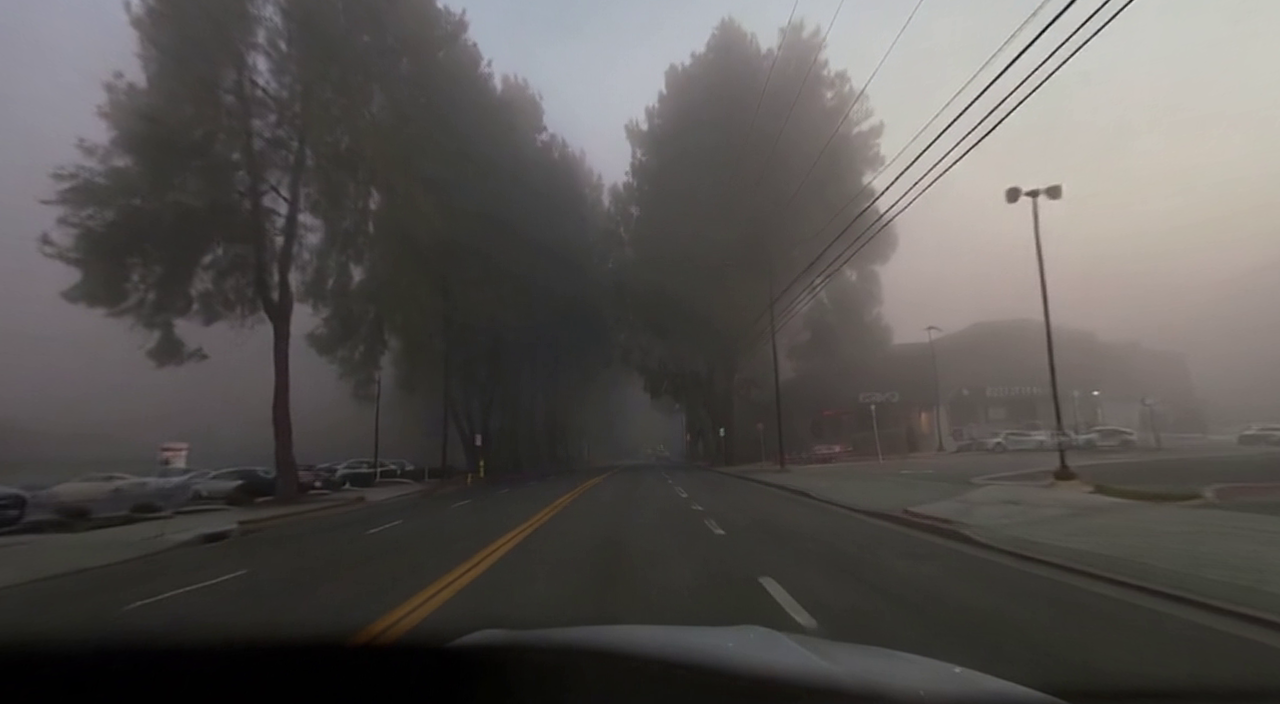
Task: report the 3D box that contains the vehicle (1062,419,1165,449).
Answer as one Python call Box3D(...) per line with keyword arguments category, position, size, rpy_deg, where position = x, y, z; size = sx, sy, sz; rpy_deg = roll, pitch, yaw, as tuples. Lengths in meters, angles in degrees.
Box3D(category="vehicle", position=(32.293, 5.649, 43.173), size=(5.318, 1.849, 2.058), rpy_deg=(-1, -9, -2))

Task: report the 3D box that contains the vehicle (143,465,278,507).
Box3D(category="vehicle", position=(-15.948, 4.970, 23.584), size=(3.771, 1.404, 1.639), rpy_deg=(0, -9, -2))

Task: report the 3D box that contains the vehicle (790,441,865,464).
Box3D(category="vehicle", position=(12.167, 6.560, 41.239), size=(4.404, 1.445, 1.844), rpy_deg=(-2, -9, 9))

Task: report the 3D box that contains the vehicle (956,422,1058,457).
Box3D(category="vehicle", position=(25.059, 6.014, 43.266), size=(5.444, 1.901, 2.250), rpy_deg=(-4, -9, -1))

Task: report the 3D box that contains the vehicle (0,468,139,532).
Box3D(category="vehicle", position=(-15.633, 3.753, 16.190), size=(4.023, 1.475, 1.767), rpy_deg=(0, -9, 0))

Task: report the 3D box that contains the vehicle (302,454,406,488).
Box3D(category="vehicle", position=(-15.259, 6.368, 33.857), size=(4.579, 1.701, 2.033), rpy_deg=(-1, -9, 1))

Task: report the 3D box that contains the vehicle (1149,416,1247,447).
Box3D(category="vehicle", position=(38.105, 5.474, 43.194), size=(4.812, 1.717, 1.887), rpy_deg=(-4, -9, -1))
